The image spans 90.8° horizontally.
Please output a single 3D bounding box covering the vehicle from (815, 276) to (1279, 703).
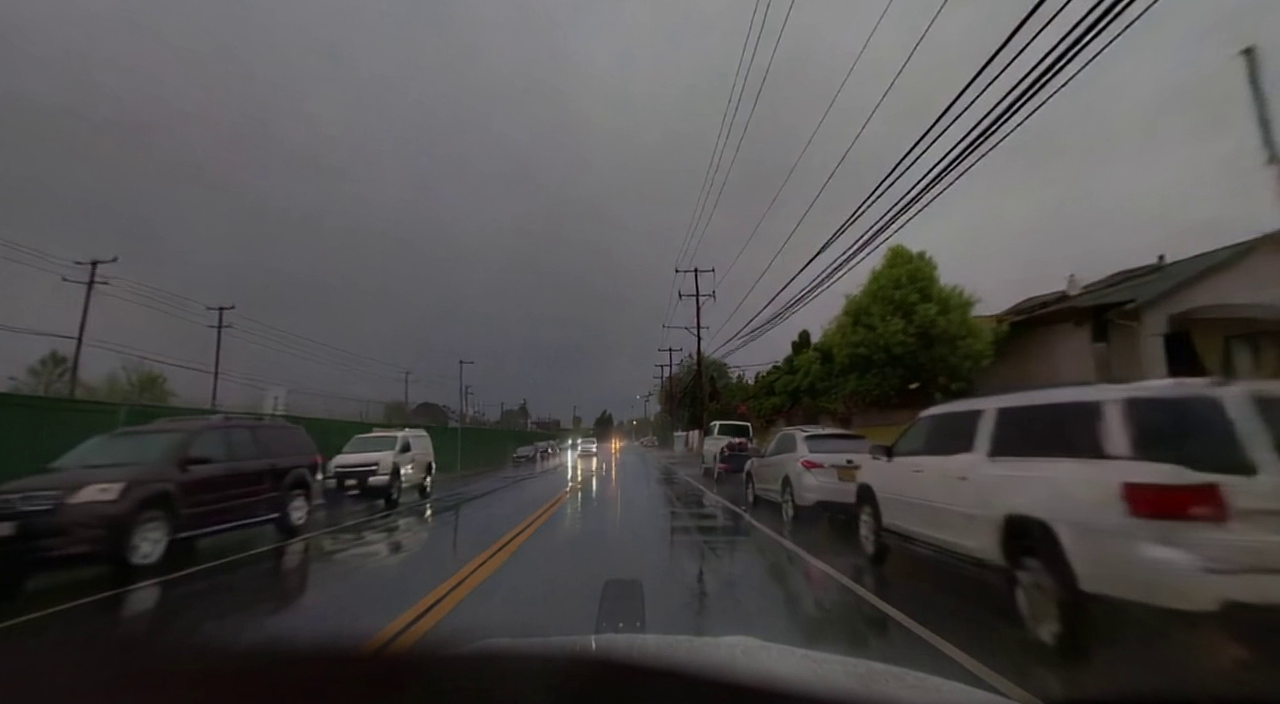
[{"bbox_3d":[3.291,1.089,5.052,2.053,2.005,5.495,0,-8,-2],"label":"vehicle"}]

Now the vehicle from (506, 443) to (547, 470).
[{"bbox_3d":[-7.005,6.454,39.356,1.866,1.487,4.416,-1,-8,-2],"label":"vehicle"}]

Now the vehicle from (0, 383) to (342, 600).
[{"bbox_3d":[-6.713,1.774,9.060,2.268,2.154,5.321,1,-8,0],"label":"vehicle"}]
